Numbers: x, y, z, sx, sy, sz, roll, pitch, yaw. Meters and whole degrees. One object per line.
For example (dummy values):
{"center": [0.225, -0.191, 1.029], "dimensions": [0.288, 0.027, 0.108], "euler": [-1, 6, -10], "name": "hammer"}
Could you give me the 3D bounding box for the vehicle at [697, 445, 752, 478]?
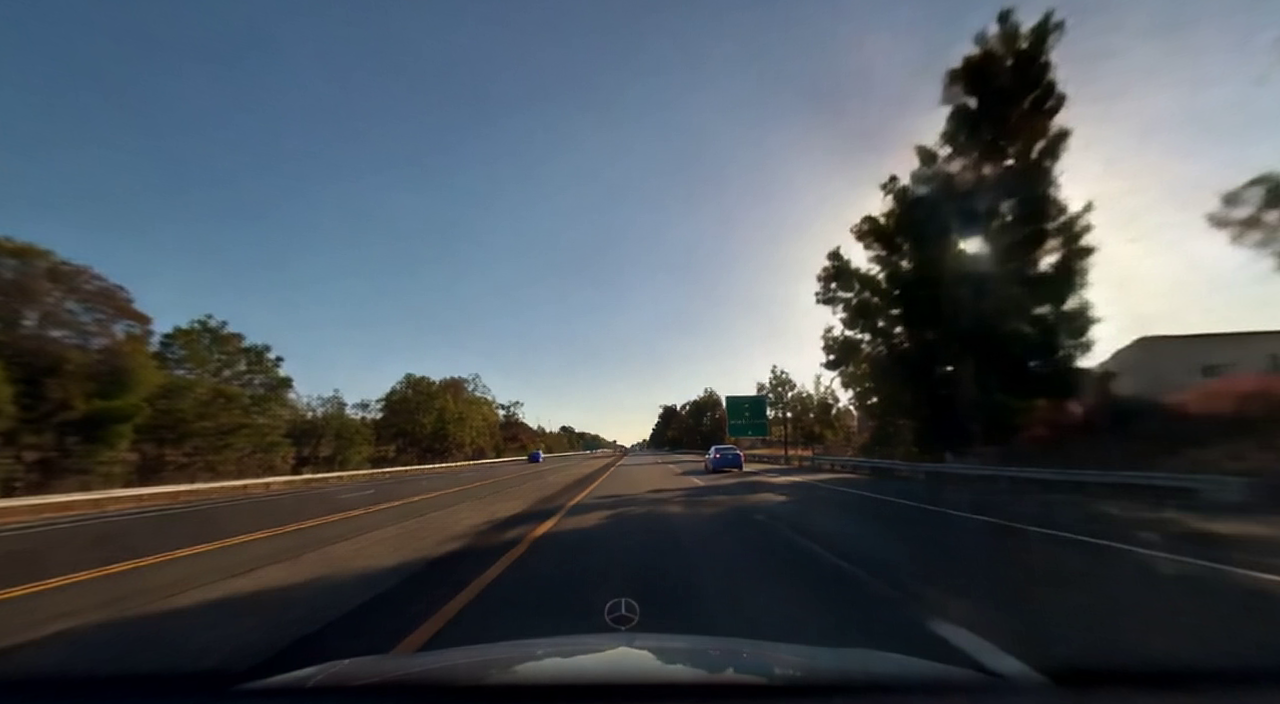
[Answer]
{"center": [4.023, 5.273, 30.463], "dimensions": [1.981, 1.440, 4.125], "euler": [0, -9, -1], "name": "vehicle"}
